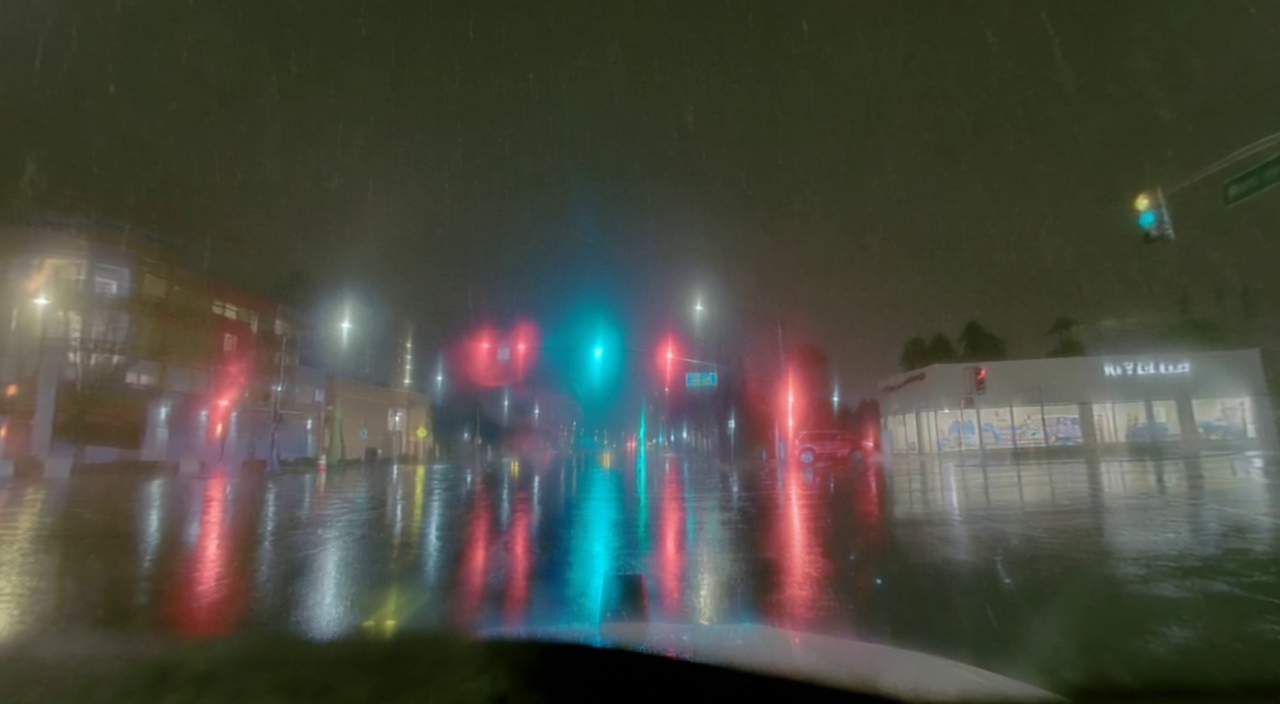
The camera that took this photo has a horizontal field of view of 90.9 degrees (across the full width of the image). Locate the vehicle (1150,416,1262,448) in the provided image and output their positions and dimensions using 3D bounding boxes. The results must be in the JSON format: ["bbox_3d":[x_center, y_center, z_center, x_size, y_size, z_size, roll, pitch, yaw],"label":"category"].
[{"bbox_3d":[28.274,4.073,31.712,1.799,1.459,4.266,0,-8,3],"label":"vehicle"}]
